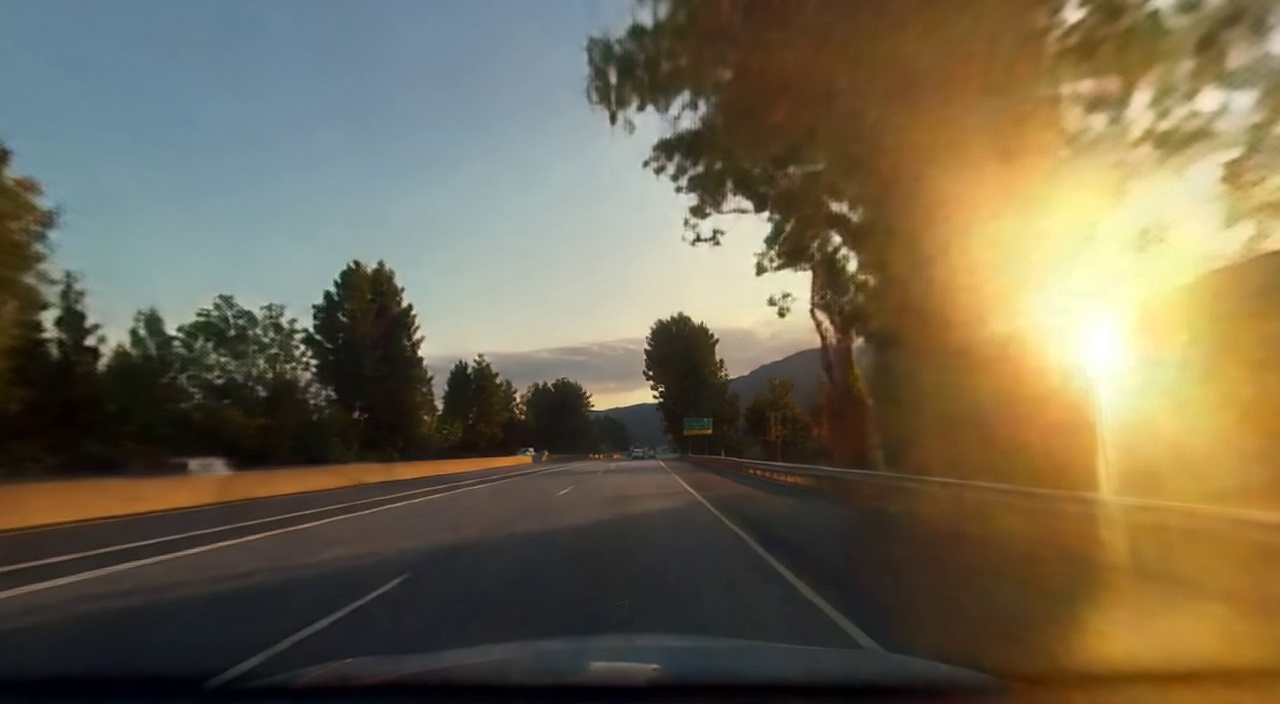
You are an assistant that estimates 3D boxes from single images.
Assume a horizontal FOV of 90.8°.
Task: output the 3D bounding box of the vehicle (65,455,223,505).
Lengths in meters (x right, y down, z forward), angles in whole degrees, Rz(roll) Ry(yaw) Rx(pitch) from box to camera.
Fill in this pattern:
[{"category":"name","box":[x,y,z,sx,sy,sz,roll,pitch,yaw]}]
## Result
[{"category":"vehicle","box":[-17.083,4.401,22.085,1.917,1.503,4.376,0,-9,1]}]
